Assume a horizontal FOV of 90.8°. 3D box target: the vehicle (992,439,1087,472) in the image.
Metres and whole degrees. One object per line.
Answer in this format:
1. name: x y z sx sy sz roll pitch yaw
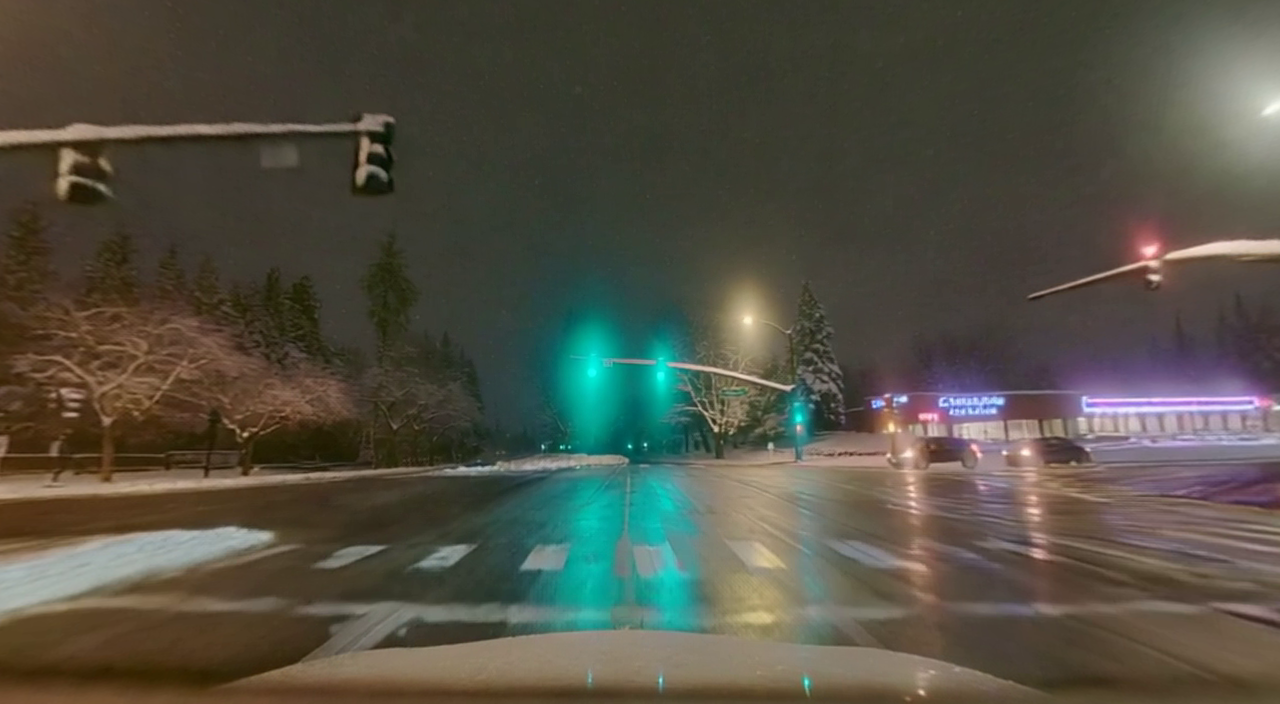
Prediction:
1. vehicle: 19.364 5.012 30.601 3.942 1.505 1.848 4 -9 -23

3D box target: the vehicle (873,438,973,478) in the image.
1. vehicle: 12.737 4.753 28.443 3.780 1.496 1.867 0 -8 -22
